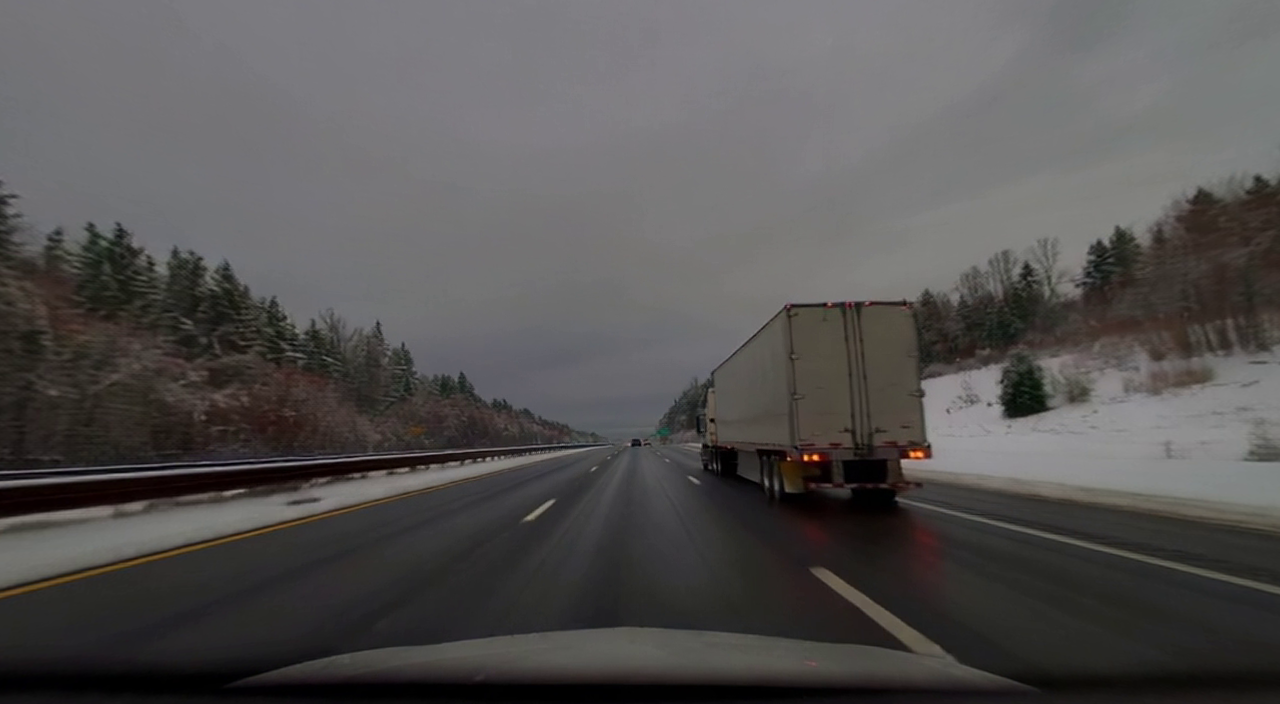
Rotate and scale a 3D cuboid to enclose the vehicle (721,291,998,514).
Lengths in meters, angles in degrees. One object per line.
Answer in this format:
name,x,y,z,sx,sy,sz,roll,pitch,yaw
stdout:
vehicle,4.350,1.444,15.360,3.348,3.847,8.908,0,-8,-1
